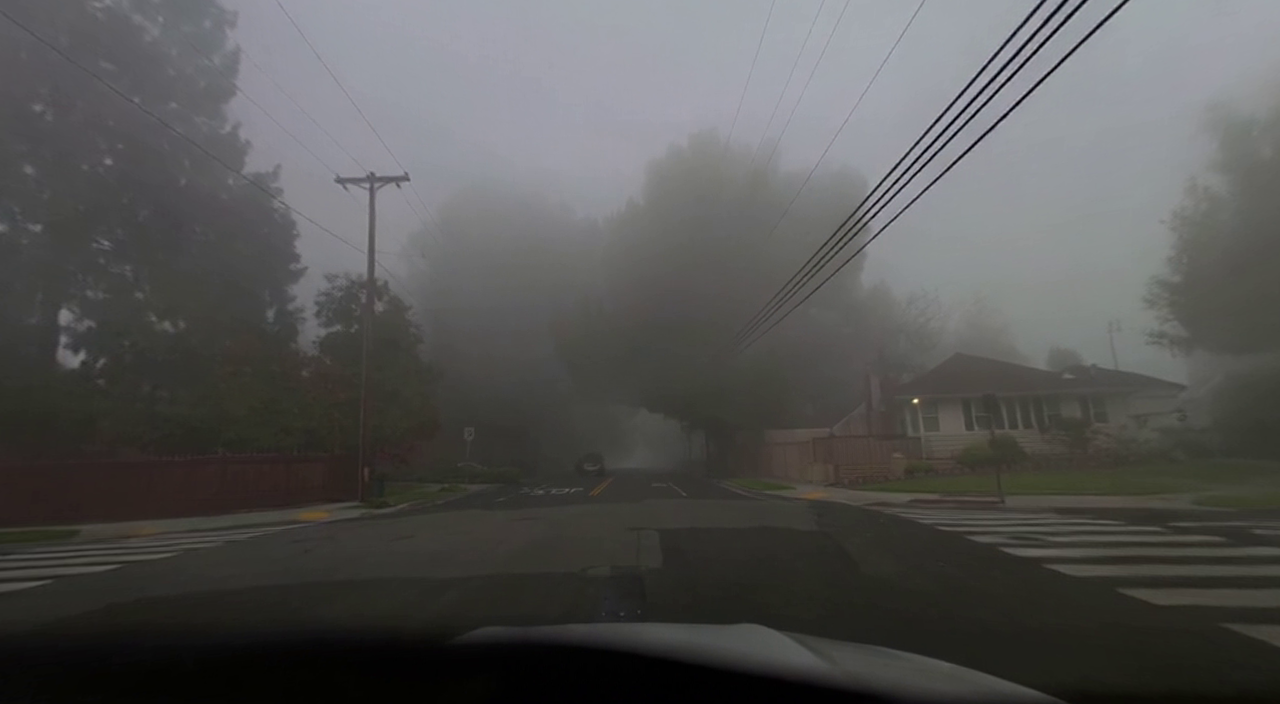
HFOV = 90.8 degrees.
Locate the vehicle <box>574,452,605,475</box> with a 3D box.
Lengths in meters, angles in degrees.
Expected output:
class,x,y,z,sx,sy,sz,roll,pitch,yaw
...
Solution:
class,x,y,z,sx,sy,sz,roll,pitch,yaw
vehicle,-3.762,8.392,47.711,1.935,1.595,3.972,0,-8,1
